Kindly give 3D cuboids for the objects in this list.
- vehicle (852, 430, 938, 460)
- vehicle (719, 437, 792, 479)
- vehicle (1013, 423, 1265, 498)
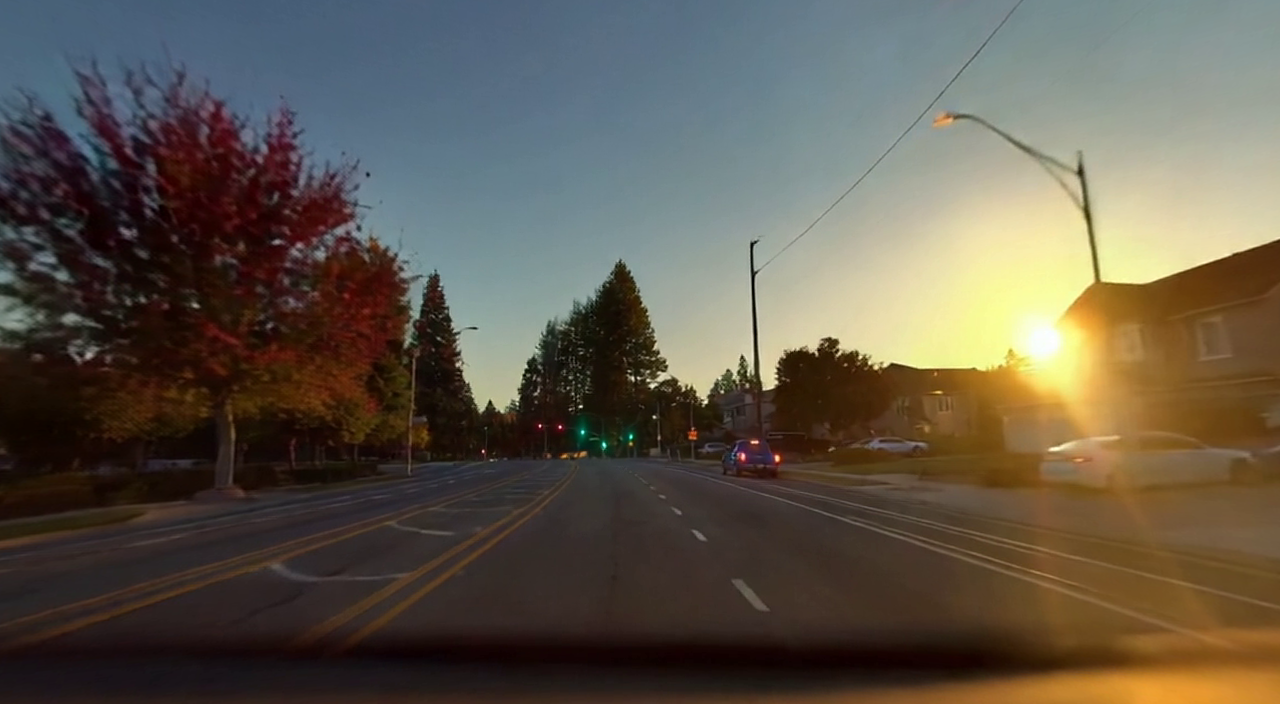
[{"bbox_3d":[16.342,5.984,40.669,4.623,1.741,1.924,-2,-8,-3],"label":"vehicle"},{"bbox_3d":[5.608,5.205,31.419,2.285,1.868,5.575,0,-9,-3],"label":"vehicle"},{"bbox_3d":[11.427,2.506,14.737,4.220,1.603,1.884,0,-9,0],"label":"vehicle"}]
